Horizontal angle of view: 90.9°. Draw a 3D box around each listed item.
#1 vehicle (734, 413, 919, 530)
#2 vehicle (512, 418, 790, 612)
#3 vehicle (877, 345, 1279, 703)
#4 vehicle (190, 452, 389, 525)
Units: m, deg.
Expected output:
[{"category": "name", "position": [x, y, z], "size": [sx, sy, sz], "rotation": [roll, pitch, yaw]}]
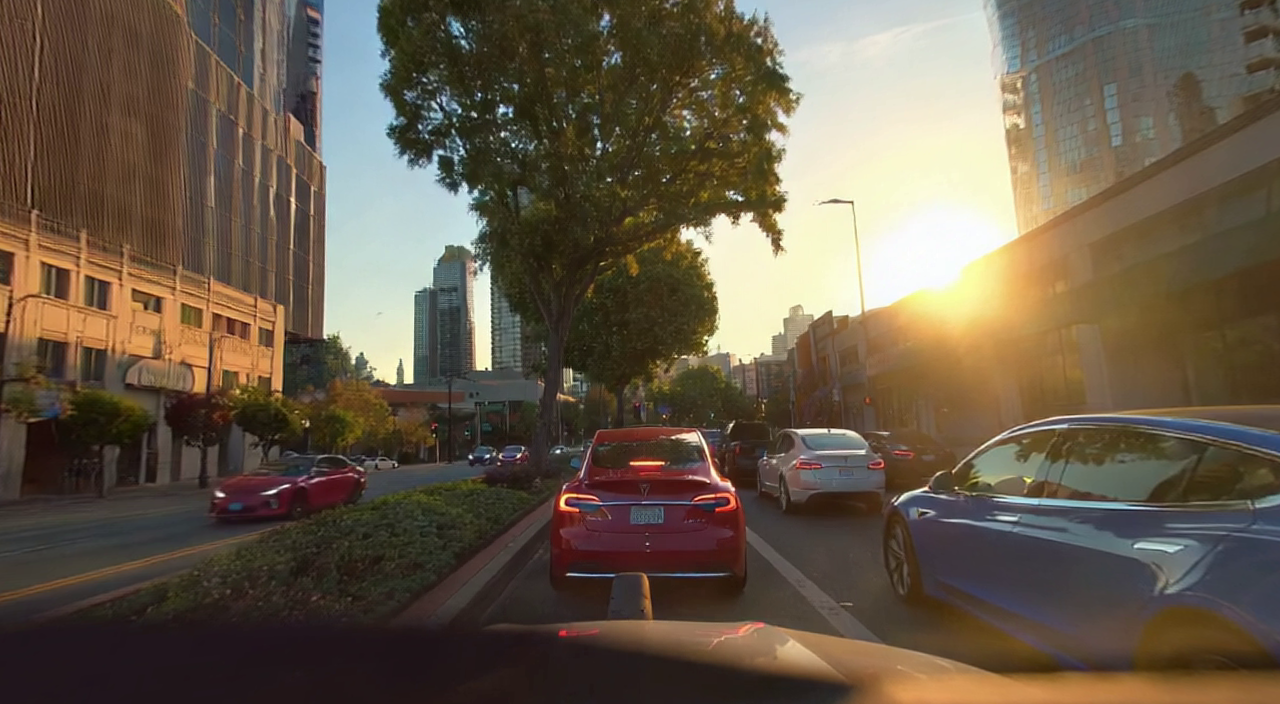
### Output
[{"category": "vehicle", "position": [3.162, 2.128, 11.773], "size": [2.088, 1.769, 4.283], "rotation": [0, -8, -1]}, {"category": "vehicle", "position": [0.101, 1.553, 6.911], "size": [2.137, 1.488, 3.938], "rotation": [0, -8, 1]}, {"category": "vehicle", "position": [3.183, 0.999, 3.432], "size": [2.038, 1.651, 4.455], "rotation": [0, -8, 0]}, {"category": "vehicle", "position": [-7.910, 3.080, 14.859], "size": [2.089, 1.381, 4.477], "rotation": [0, -8, 0]}]
